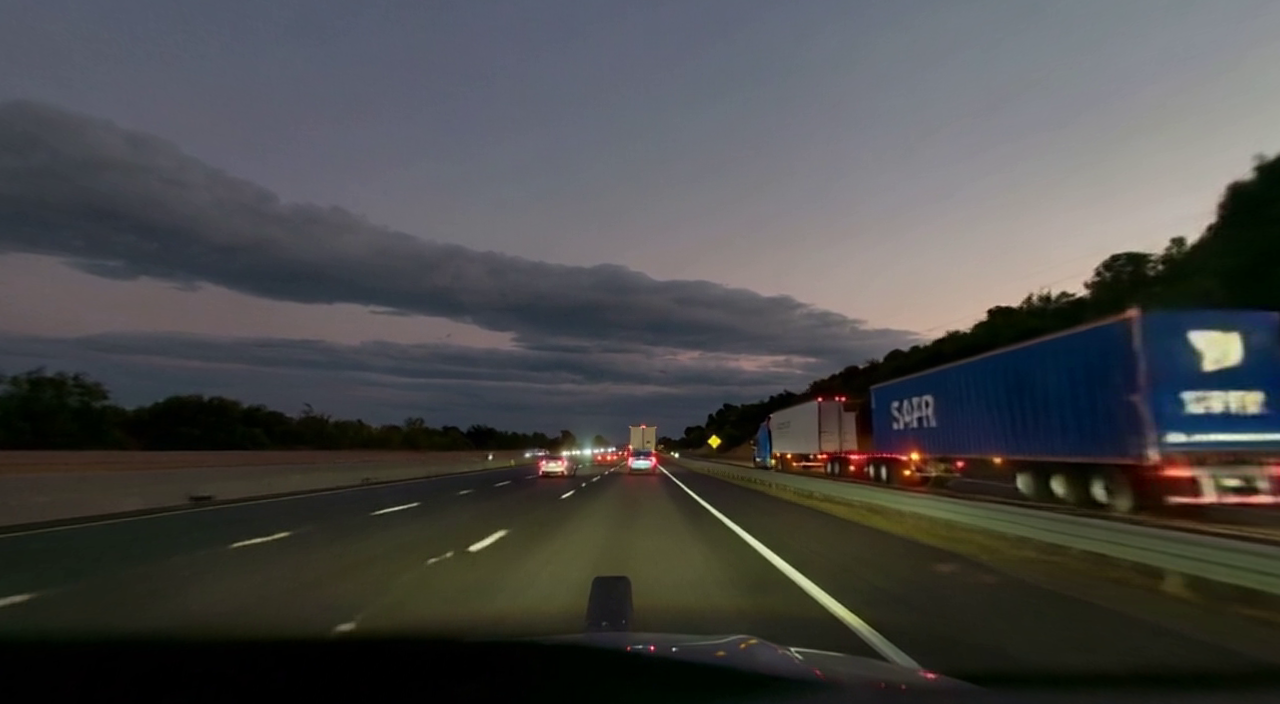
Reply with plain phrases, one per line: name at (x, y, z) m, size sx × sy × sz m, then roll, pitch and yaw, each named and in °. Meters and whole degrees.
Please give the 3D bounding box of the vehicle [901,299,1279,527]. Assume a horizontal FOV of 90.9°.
vehicle at (11.721, 2.125, 18.174) m, size 2.926 × 4.094 × 13.856 m, roll 0°, pitch -9°, yaw 2°

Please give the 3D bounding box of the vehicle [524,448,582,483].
vehicle at (-3.997, 5.296, 29.599) m, size 2.018 × 1.504 × 4.431 m, roll 0°, pitch -9°, yaw 1°

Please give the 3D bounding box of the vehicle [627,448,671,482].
vehicle at (0.386, 5.345, 29.942) m, size 1.991 × 1.507 × 3.391 m, roll 0°, pitch -9°, yaw -1°

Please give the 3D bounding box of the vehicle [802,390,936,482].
vehicle at (11.629, 4.553, 33.443) m, size 3.020 × 4.143 × 9.468 m, roll 1°, pitch -9°, yaw -3°
